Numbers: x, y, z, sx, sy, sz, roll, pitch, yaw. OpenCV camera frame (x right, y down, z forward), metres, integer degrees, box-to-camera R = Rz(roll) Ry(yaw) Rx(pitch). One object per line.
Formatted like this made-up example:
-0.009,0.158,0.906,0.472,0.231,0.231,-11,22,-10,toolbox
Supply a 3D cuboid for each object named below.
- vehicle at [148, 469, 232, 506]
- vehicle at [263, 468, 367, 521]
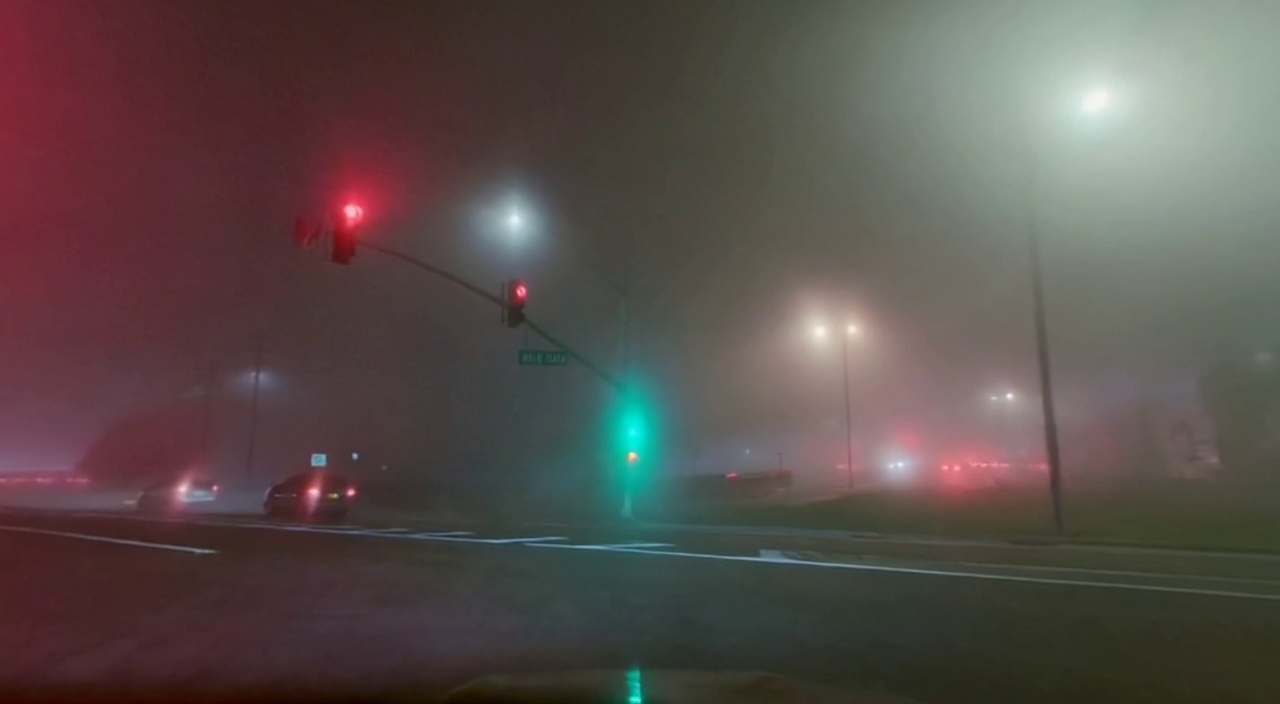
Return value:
-22.777,6.811,31.954,3.852,1.605,2.007,-6,-10,32,vehicle
-11.392,4.891,22.045,2.048,1.516,3.874,8,-12,-44,vehicle
